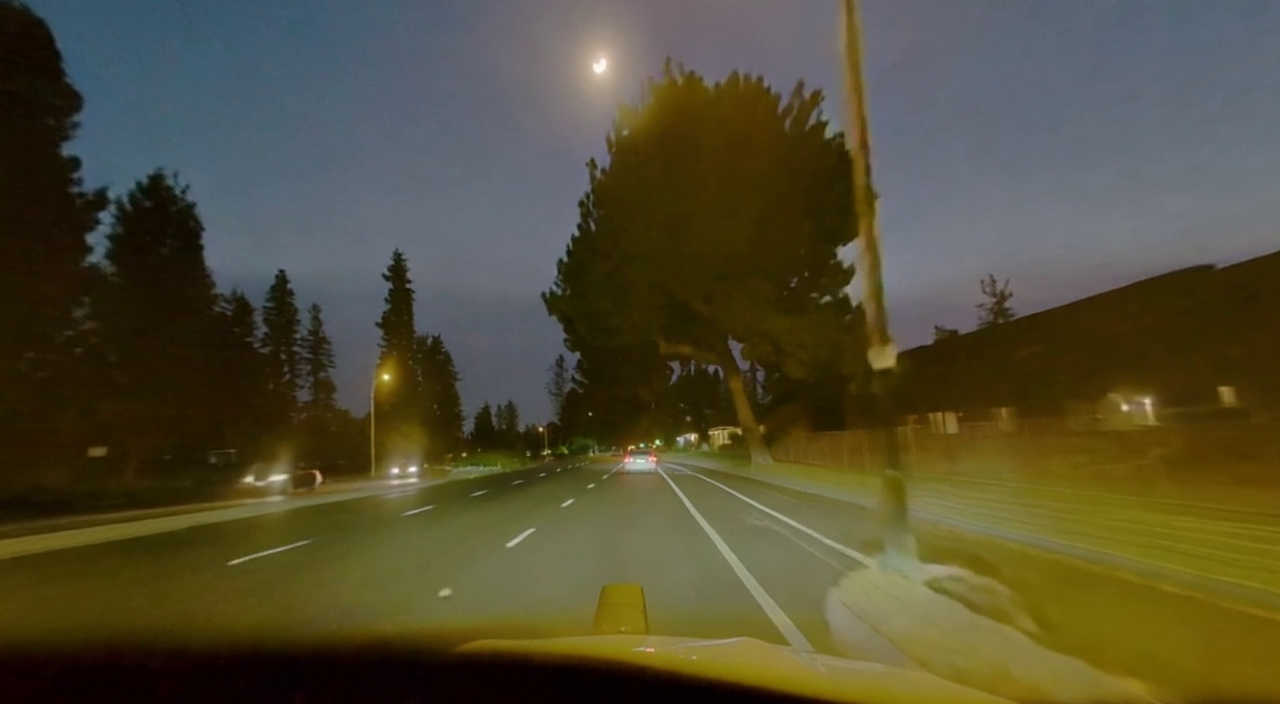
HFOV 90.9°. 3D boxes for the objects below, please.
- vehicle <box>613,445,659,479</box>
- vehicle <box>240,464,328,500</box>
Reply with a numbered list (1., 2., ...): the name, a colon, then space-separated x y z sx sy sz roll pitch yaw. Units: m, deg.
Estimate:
1. vehicle: -0.153 5.056 29.314 2.009 1.456 4.003 0 -8 1
2. vehicle: -17.147 6.264 30.617 1.824 1.471 4.117 0 -8 0
